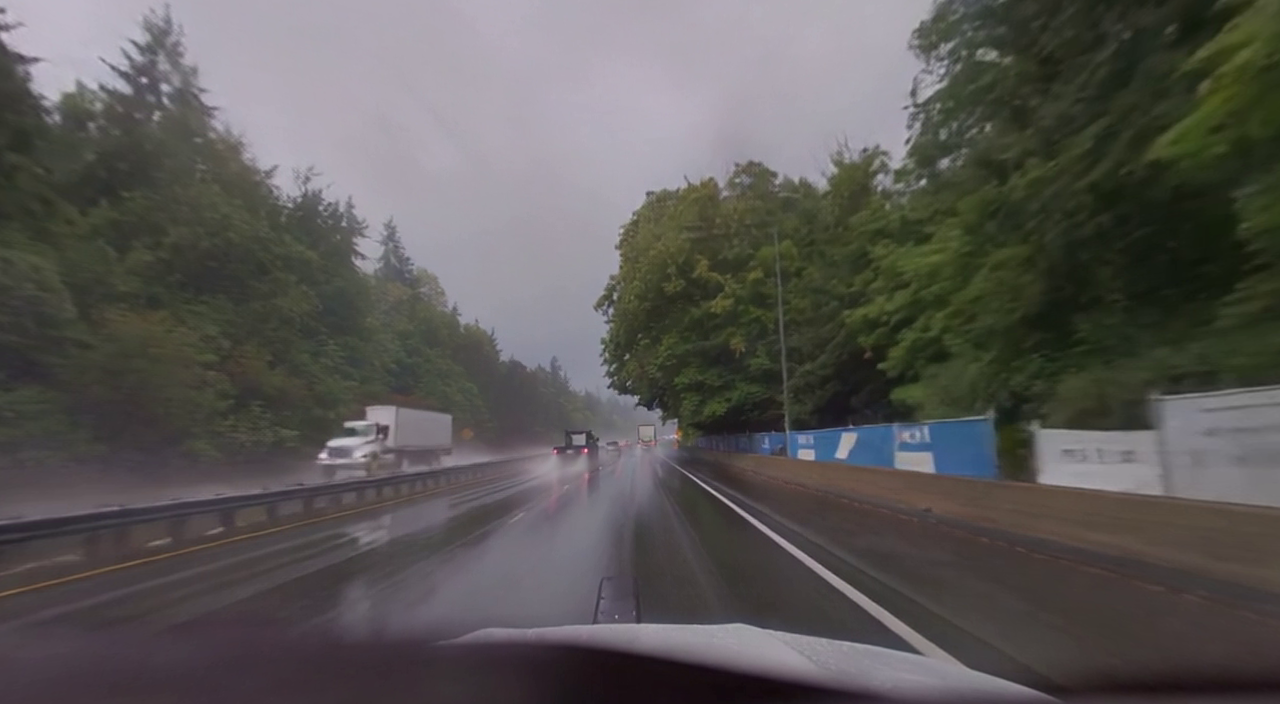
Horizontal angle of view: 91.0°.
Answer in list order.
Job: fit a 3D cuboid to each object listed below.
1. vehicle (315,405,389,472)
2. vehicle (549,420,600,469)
[{"bbox_3d":[-17.466,5.269,38.388,3.014,3.832,3.036,0,-8,-1],"label":"vehicle"},{"bbox_3d":[-3.760,5.466,37.350,2.484,2.625,5.907,0,-8,0],"label":"vehicle"}]
